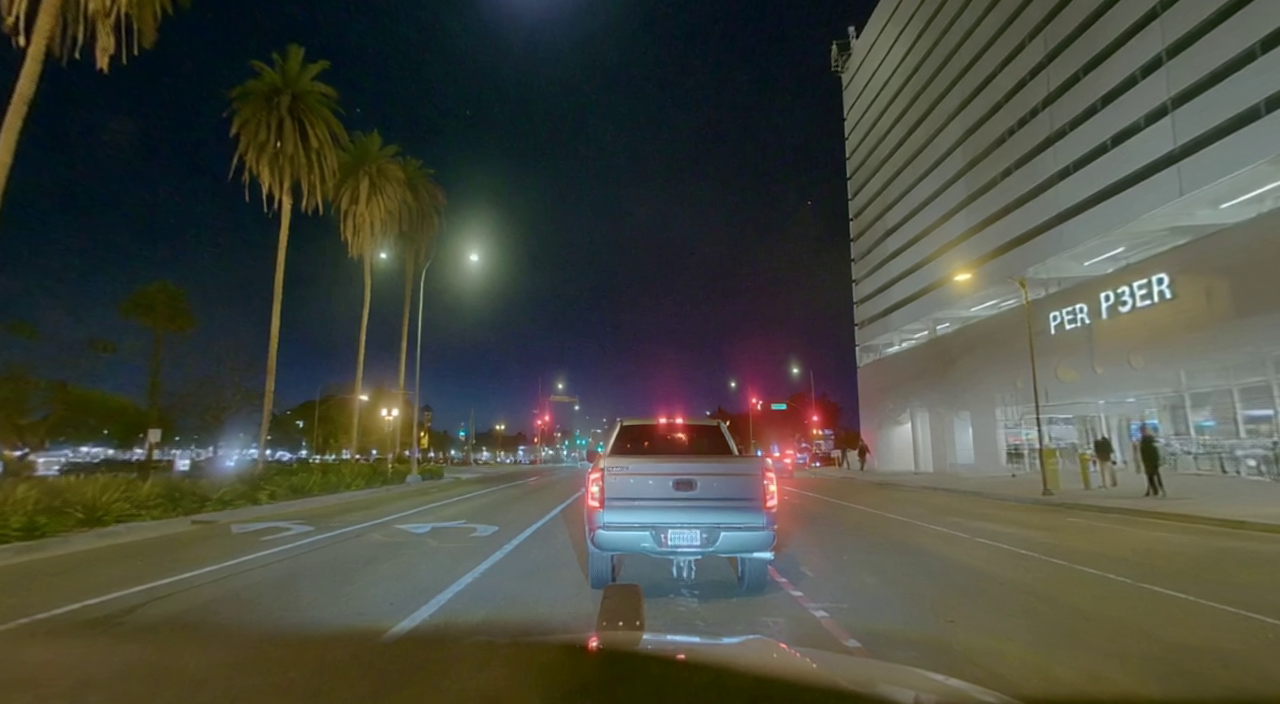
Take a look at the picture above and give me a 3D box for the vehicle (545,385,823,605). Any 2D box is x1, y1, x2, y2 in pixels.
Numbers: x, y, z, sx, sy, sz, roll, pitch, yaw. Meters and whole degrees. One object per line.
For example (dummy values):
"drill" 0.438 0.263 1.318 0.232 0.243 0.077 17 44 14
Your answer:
"vehicle" 0.415 1.584 7.977 2.311 1.819 5.255 0 -8 1

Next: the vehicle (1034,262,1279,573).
"vehicle" 7.867 0.884 8.573 2.666 3.345 3.622 -3 -9 7
